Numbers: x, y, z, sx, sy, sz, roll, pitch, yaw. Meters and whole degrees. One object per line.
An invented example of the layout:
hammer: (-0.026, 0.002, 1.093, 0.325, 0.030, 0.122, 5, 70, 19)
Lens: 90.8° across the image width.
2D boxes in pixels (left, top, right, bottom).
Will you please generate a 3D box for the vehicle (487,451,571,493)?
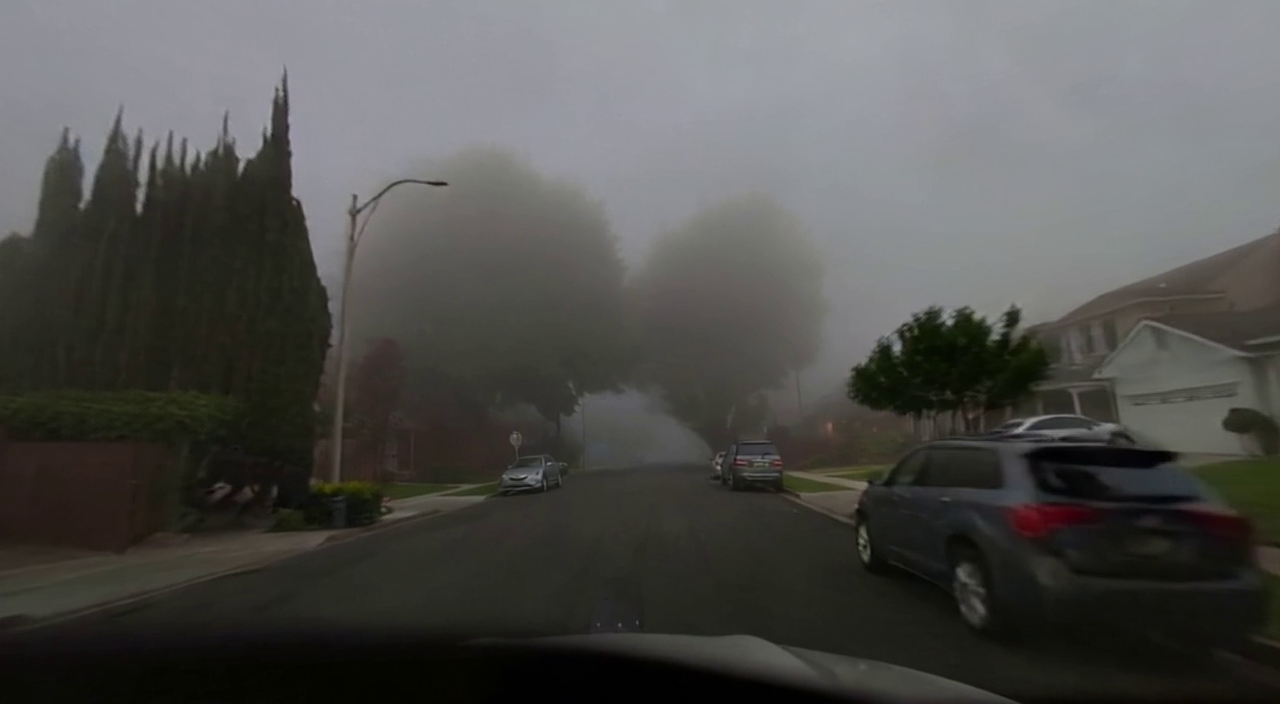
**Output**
vehicle: (-4.166, 4.626, 24.512, 2.234, 1.377, 4.413, -3, -10, 3)

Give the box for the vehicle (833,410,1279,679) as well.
vehicle: (3.613, 1.558, 6.401, 2.079, 1.651, 4.783, -1, -9, 4)

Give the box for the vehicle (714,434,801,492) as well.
vehicle: (4.264, 4.154, 23.976, 2.350, 1.912, 5.696, 0, -9, 1)
